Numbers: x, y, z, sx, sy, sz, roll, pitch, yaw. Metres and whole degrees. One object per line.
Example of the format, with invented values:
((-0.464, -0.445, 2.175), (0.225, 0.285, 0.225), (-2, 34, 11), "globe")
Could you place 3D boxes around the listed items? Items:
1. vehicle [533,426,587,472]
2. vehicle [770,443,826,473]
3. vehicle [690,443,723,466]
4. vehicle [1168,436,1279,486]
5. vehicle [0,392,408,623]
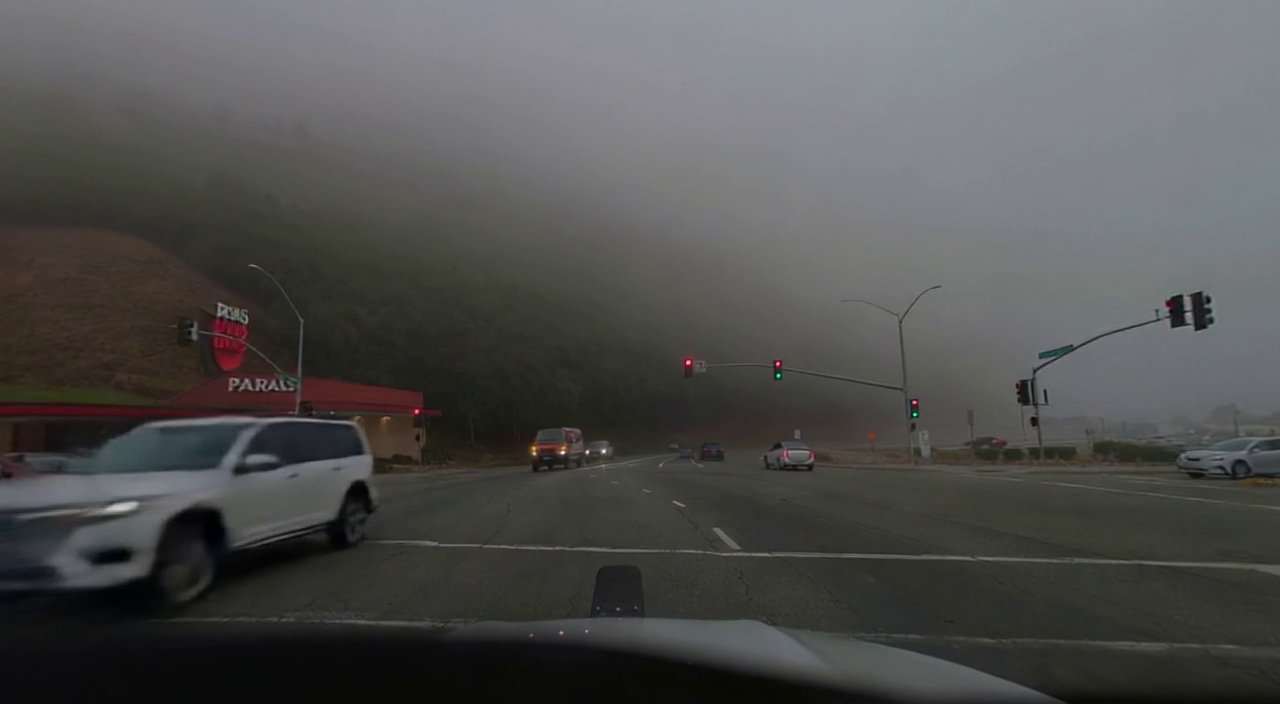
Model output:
((-4.274, 5.290, 34.376), (2.196, 2.264, 5.206), (0, -8, 1), "vehicle")
((8.918, 5.993, 35.875), (1.911, 1.594, 4.378), (0, -9, -2), "vehicle")
((5.099, 7.932, 48.865), (1.855, 1.622, 4.167), (1, -9, -4), "vehicle")
((25.042, 4.467, 26.072), (4.546, 1.944, 2.051), (1, -9, -5), "vehicle")
((-4.660, 1.528, 7.195), (2.199, 1.745, 4.669), (0, -8, 0), "vehicle")
